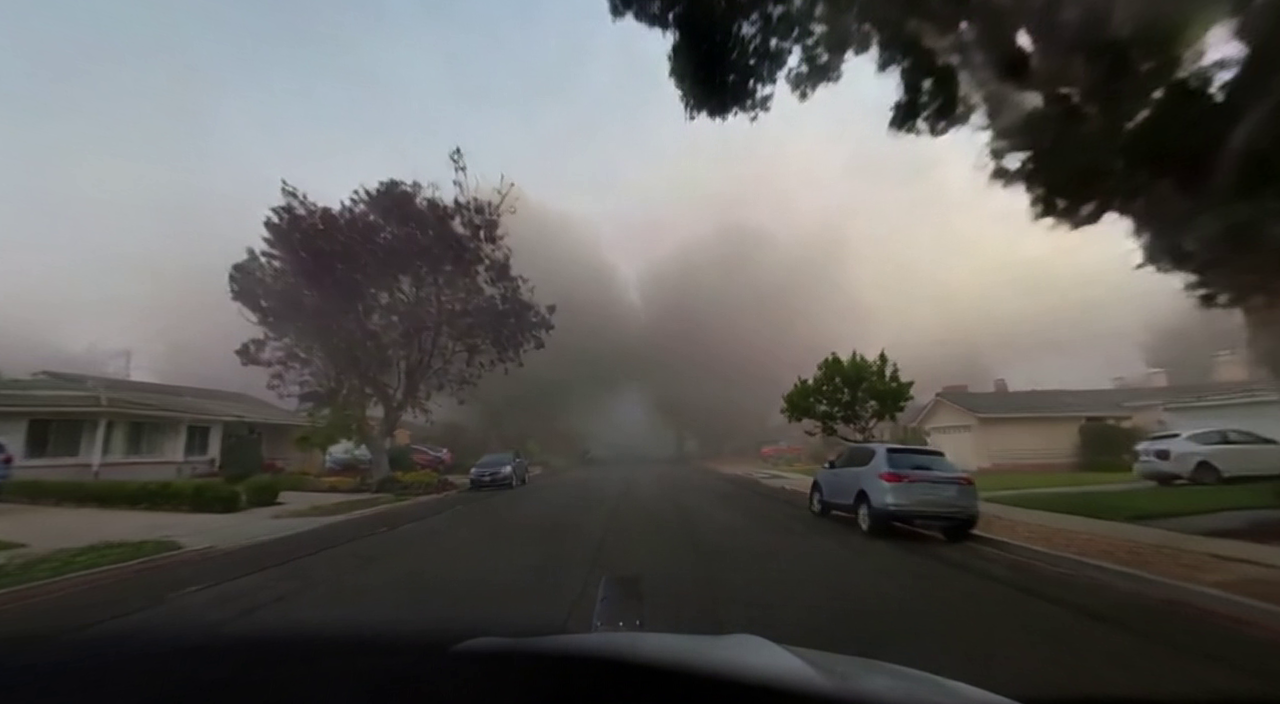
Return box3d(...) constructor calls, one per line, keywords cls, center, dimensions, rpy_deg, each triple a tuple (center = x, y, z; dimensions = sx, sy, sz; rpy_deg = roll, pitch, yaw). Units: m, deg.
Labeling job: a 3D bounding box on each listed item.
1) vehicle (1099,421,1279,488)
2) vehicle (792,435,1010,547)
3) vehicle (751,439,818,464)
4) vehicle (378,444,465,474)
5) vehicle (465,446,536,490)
box3d(cls="vehicle", center=(14.574, 2.564, 15.857), dimensions=(4.584, 1.525, 2.018), rpy_deg=(-5, -10, 28))
box3d(cls="vehicle", center=(4.258, 2.316, 11.263), dimensions=(1.996, 1.585, 4.371), rpy_deg=(0, -9, 0))
box3d(cls="vehicle", center=(11.269, 7.772, 49.428), dimensions=(4.626, 1.880, 1.980), rpy_deg=(1, -9, -9))
box3d(cls="vehicle", center=(-12.215, 5.981, 35.444), dimensions=(4.135, 1.567, 1.944), rpy_deg=(0, -9, 2))
box3d(cls="vehicle", center=(-5.713, 4.786, 26.428), dimensions=(1.944, 1.621, 4.187), rpy_deg=(-1, -9, 1))
